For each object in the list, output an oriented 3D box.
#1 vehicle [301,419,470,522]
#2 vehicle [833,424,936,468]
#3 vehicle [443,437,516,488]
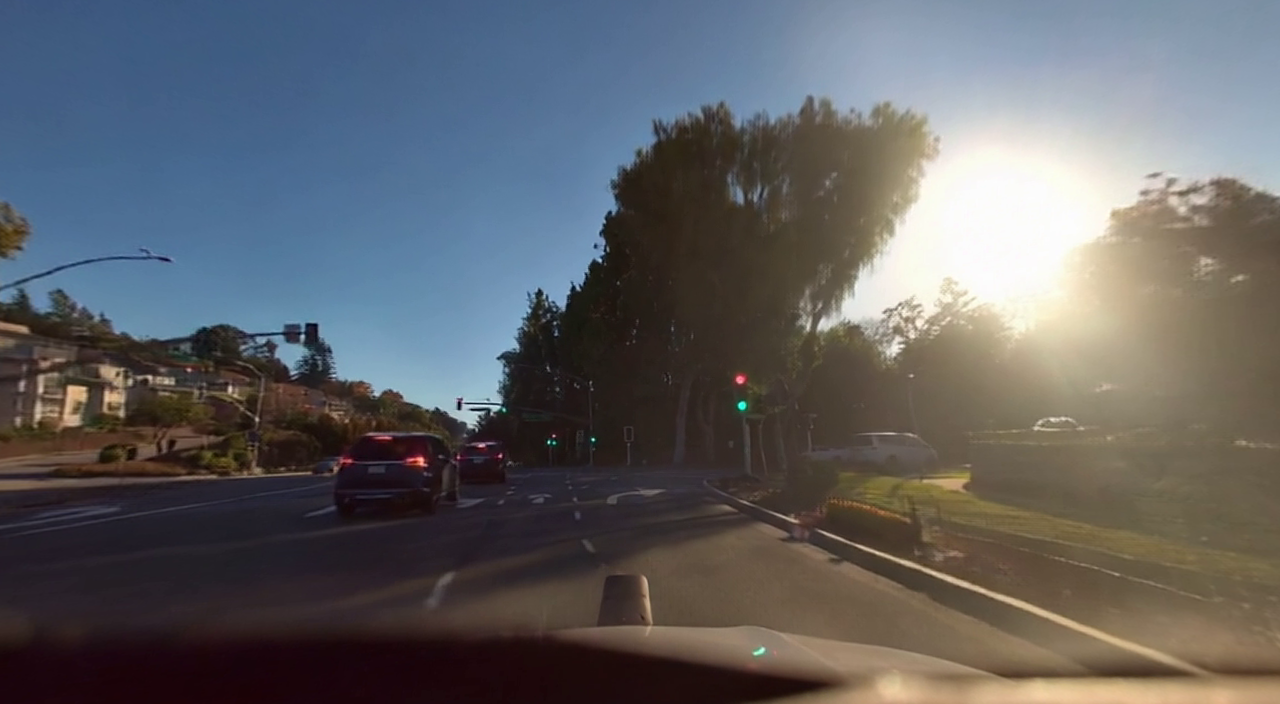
[{"bbox_3d":[-5.167,2.450,13.515,2.152,1.822,4.391,1,-8,-6],"label":"vehicle"},{"bbox_3d":[16.675,6.398,42.839,6.269,2.785,2.334,2,-9,-16],"label":"vehicle"},{"bbox_3d":[-5.689,3.953,22.780,2.024,1.655,4.301,1,-8,-7],"label":"vehicle"}]
